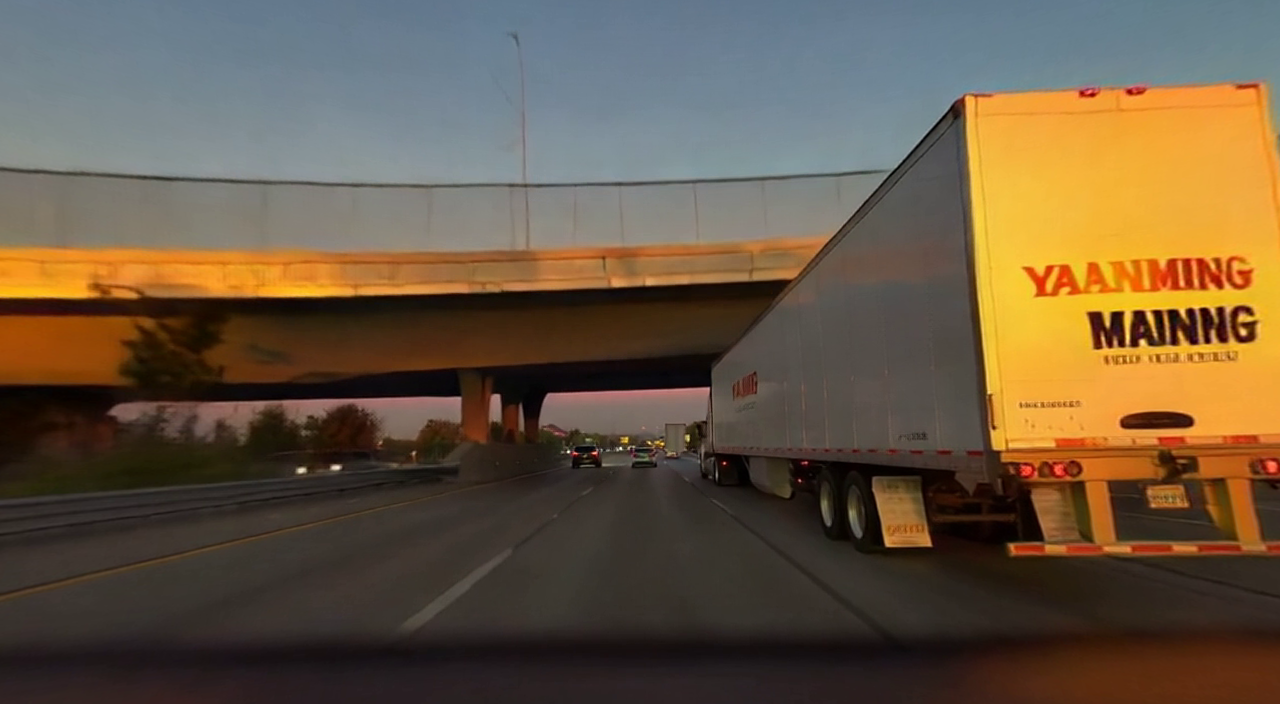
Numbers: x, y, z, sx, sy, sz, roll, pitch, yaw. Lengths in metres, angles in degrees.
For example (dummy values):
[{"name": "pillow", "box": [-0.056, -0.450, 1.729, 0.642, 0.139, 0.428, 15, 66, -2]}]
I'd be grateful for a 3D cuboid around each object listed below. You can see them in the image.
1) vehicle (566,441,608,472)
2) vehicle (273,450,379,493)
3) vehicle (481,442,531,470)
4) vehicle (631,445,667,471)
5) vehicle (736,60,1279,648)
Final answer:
[{"name": "vehicle", "box": [-3.088, 6.196, 37.531, 2.058, 1.711, 4.226, 0, -9, 1]}, {"name": "vehicle", "box": [-12.192, 4.620, 24.859, 1.839, 1.503, 4.410, 0, -9, 1]}, {"name": "vehicle", "box": [-8.629, 6.734, 41.066, 2.076, 1.678, 5.116, 0, -9, 1]}, {"name": "vehicle", "box": [0.535, 6.534, 39.030, 2.063, 1.469, 4.208, 0, -9, 0]}, {"name": "vehicle", "box": [3.968, 0.814, 10.549, 2.821, 4.077, 12.562, 0, -9, 0]}]
